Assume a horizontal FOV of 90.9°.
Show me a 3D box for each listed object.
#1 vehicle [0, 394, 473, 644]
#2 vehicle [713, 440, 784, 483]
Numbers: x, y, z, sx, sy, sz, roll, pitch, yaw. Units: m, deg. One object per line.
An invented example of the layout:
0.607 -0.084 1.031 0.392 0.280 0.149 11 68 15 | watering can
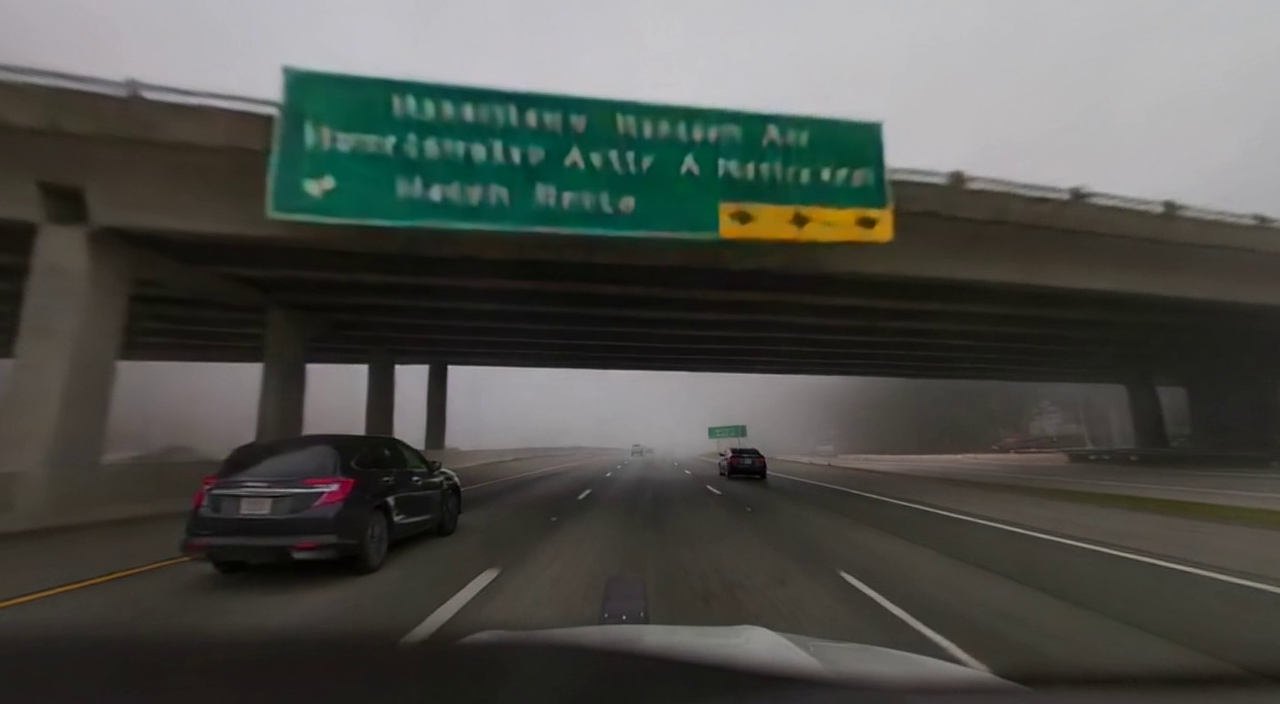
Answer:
-3.676 1.508 6.875 2.259 1.706 4.924 0 -8 1 | vehicle
4.081 4.187 24.449 1.908 1.483 4.259 0 -8 -1 | vehicle
